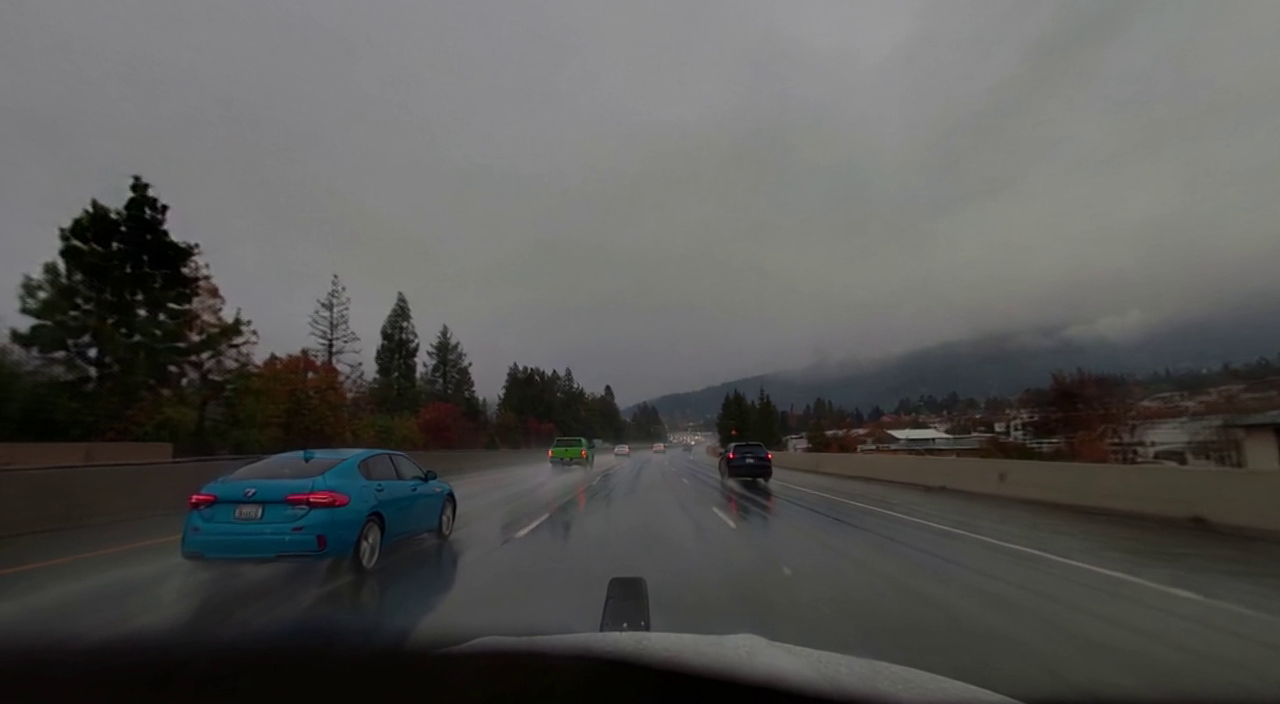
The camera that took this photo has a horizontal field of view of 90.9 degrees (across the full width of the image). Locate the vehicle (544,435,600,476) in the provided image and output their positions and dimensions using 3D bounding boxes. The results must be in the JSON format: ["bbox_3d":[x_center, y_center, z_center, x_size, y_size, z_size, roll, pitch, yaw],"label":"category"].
[{"bbox_3d":[-3.255,5.098,31.230,2.122,1.847,4.696,0,-8,2],"label":"vehicle"}]

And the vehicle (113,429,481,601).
[{"bbox_3d":[-3.573,1.757,7.785,1.948,1.475,4.461,0,-8,1],"label":"vehicle"}]

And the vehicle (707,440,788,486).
[{"bbox_3d":[3.747,3.939,22.781,2.100,1.472,4.533,0,-8,0],"label":"vehicle"}]
